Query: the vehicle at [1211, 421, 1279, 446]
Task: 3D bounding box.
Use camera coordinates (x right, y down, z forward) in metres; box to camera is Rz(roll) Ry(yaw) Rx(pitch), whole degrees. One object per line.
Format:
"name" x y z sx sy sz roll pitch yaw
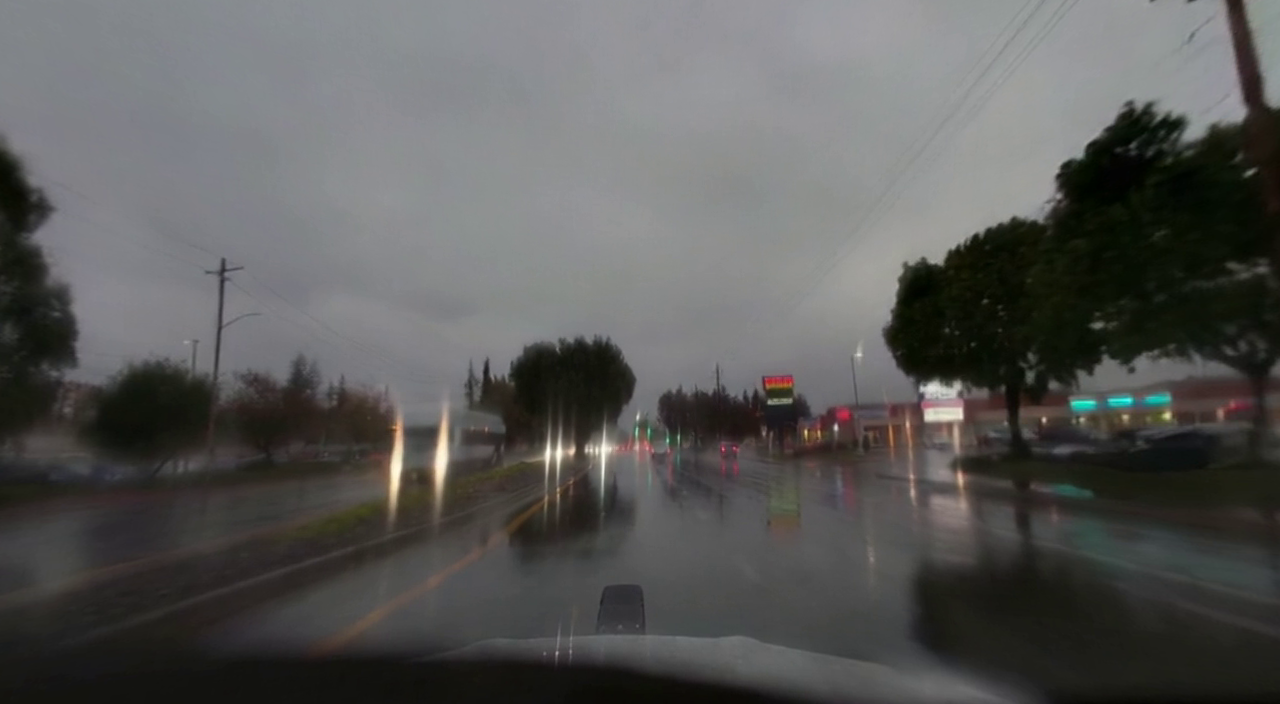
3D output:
"vehicle" 41.405 5.474 42.210 2.066 1.575 4.483 0 -9 -3

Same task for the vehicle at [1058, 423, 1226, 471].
"vehicle" 17.843 3.411 22.633 4.264 1.428 1.822 -4 -10 5

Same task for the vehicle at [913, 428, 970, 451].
"vehicle" 22.958 6.756 48.367 2.113 1.582 4.559 -1 -9 0

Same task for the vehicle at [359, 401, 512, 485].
"vehicle" -9.066 4.412 30.486 3.241 3.133 12.822 0 -9 -1

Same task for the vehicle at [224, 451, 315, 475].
"vehicle" -29.048 8.733 49.618 5.699 1.782 2.271 -1 -9 2

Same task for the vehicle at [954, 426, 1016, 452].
"vehicle" 25.413 6.443 46.699 2.012 1.772 4.458 -1 -9 0

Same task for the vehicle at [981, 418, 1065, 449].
"vehicle" 28.431 6.158 47.198 2.346 2.093 6.071 -1 -8 -1

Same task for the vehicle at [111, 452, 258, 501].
"vehicle" -17.340 4.718 24.423 2.091 1.656 4.626 -1 -9 3
